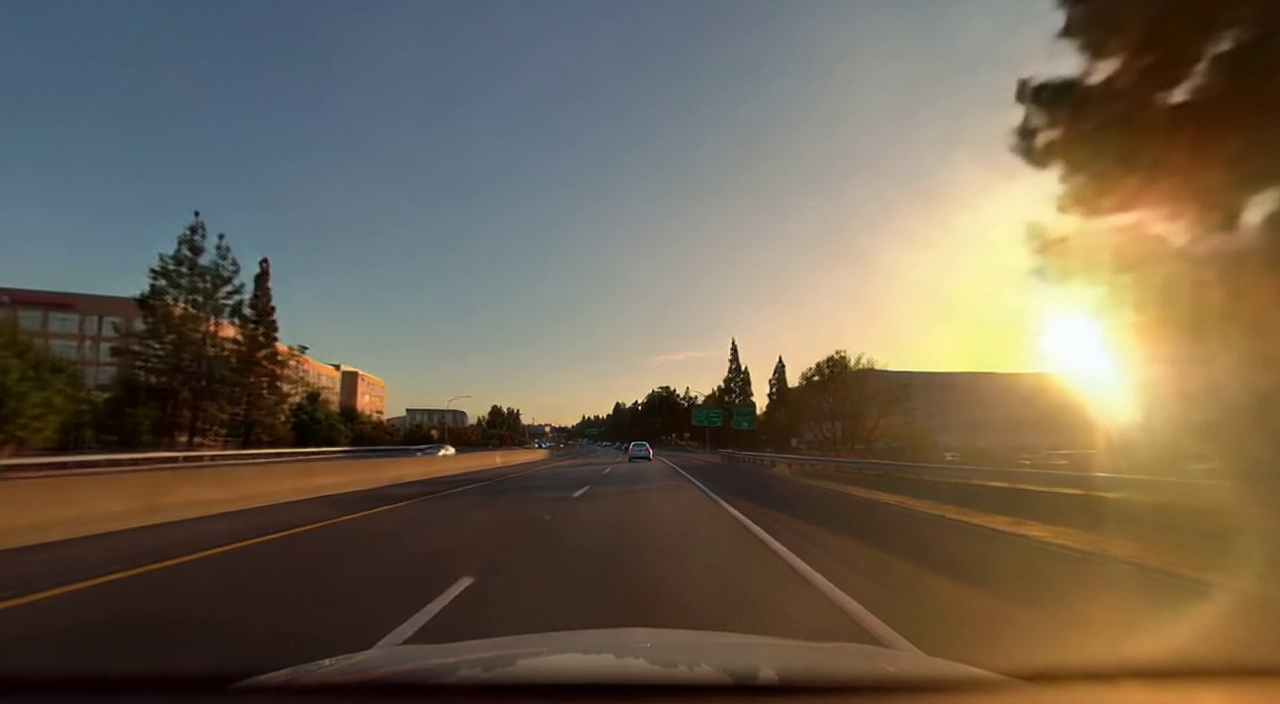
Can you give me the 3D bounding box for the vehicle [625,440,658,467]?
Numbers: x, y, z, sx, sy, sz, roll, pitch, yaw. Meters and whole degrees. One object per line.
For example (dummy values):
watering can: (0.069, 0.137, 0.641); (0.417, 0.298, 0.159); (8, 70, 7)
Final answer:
vehicle: (0.033, 6.572, 40.810); (2.029, 1.666, 4.064); (0, -8, -1)
